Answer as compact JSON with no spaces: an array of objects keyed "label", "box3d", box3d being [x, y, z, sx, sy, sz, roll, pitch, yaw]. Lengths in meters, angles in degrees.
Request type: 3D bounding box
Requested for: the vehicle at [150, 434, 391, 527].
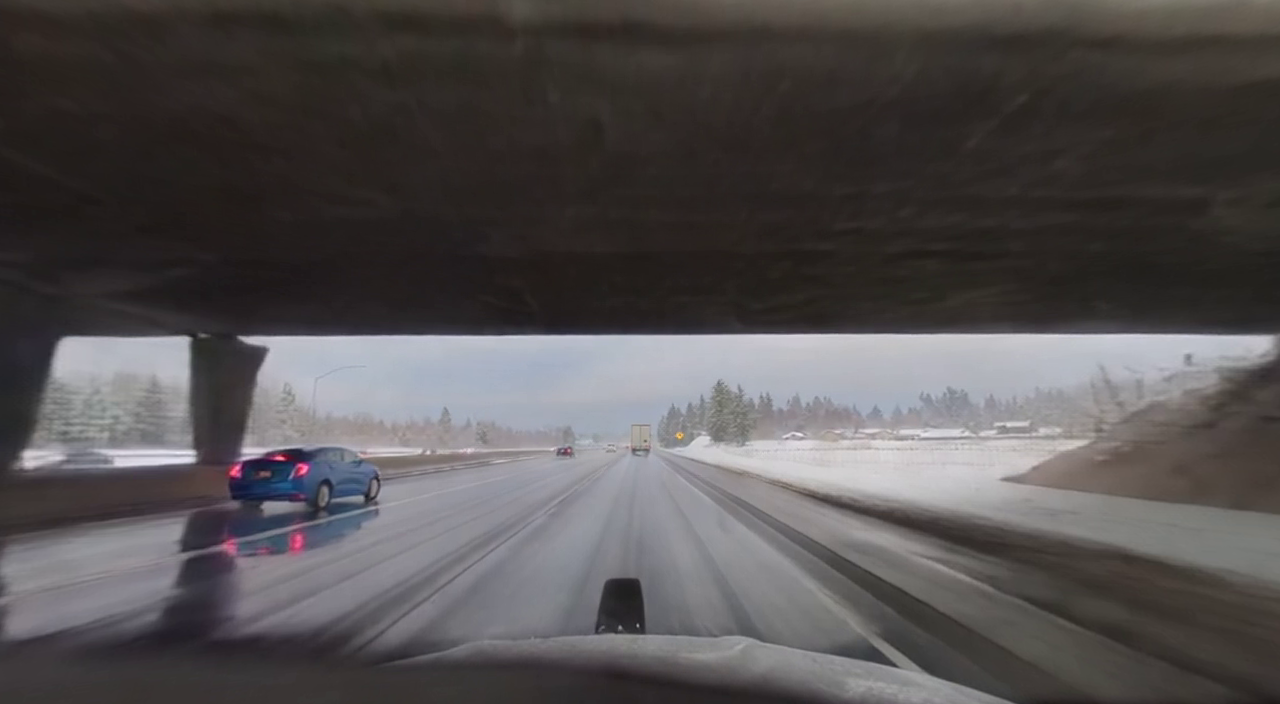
[{"label":"vehicle","box3d":[-7.075,2.484,12.836,2.096,1.541,4.610,0,-8,0]}]
